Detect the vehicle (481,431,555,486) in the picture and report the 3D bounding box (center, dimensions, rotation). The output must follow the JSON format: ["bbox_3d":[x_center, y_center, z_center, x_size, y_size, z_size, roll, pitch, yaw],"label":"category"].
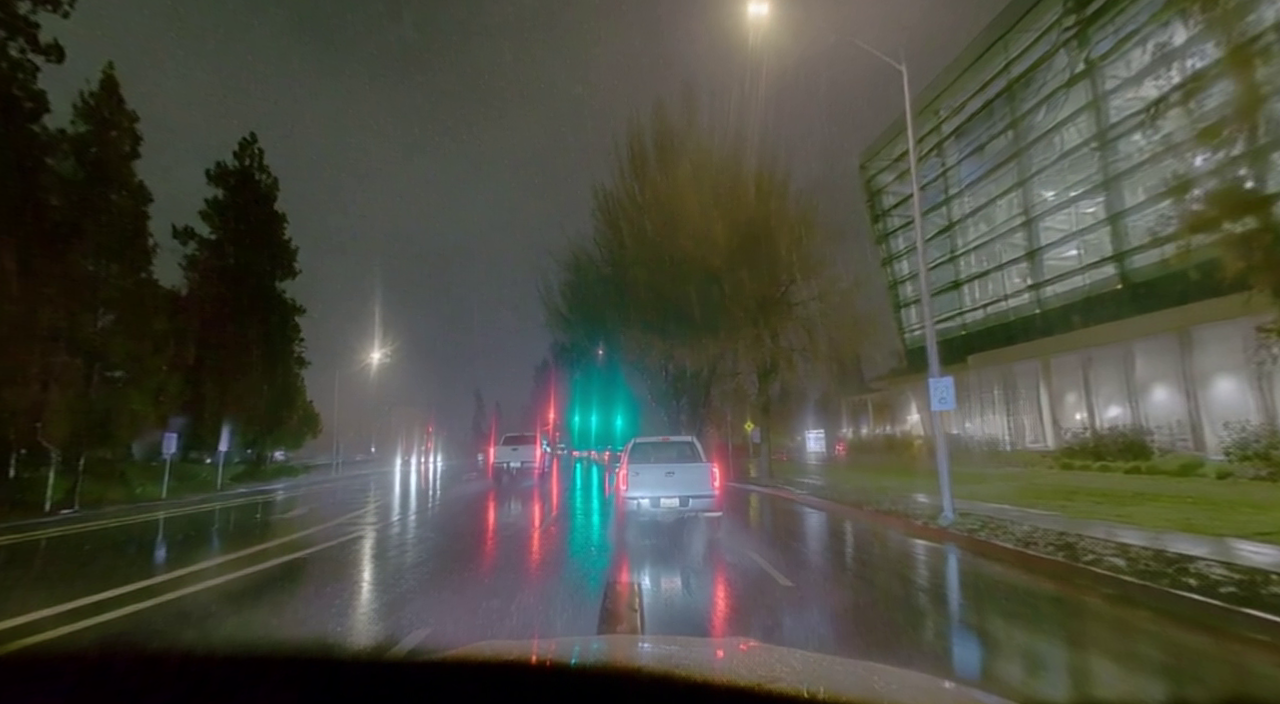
[{"bbox_3d":[-4.864,4.350,26.054,2.512,1.992,5.725,1,-9,-6],"label":"vehicle"}]

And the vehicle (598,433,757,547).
[{"bbox_3d":[0.381,2.196,10.706,2.142,1.528,4.133,1,-9,-4],"label":"vehicle"}]
